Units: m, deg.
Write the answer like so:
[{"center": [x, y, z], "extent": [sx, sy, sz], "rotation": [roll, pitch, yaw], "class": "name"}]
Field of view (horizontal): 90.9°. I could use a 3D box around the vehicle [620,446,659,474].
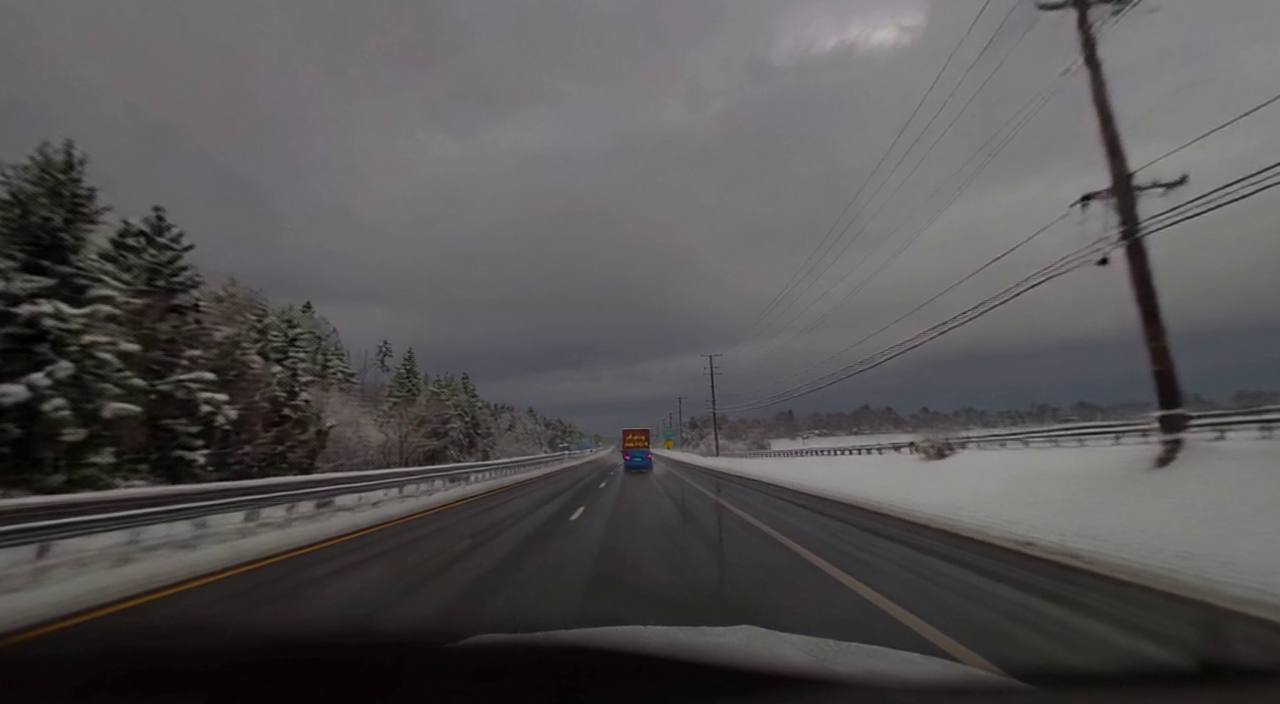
[{"center": [-0.066, 6.061, 35.462], "extent": [2.080, 1.486, 3.813], "rotation": [0, -9, -1], "class": "vehicle"}]
